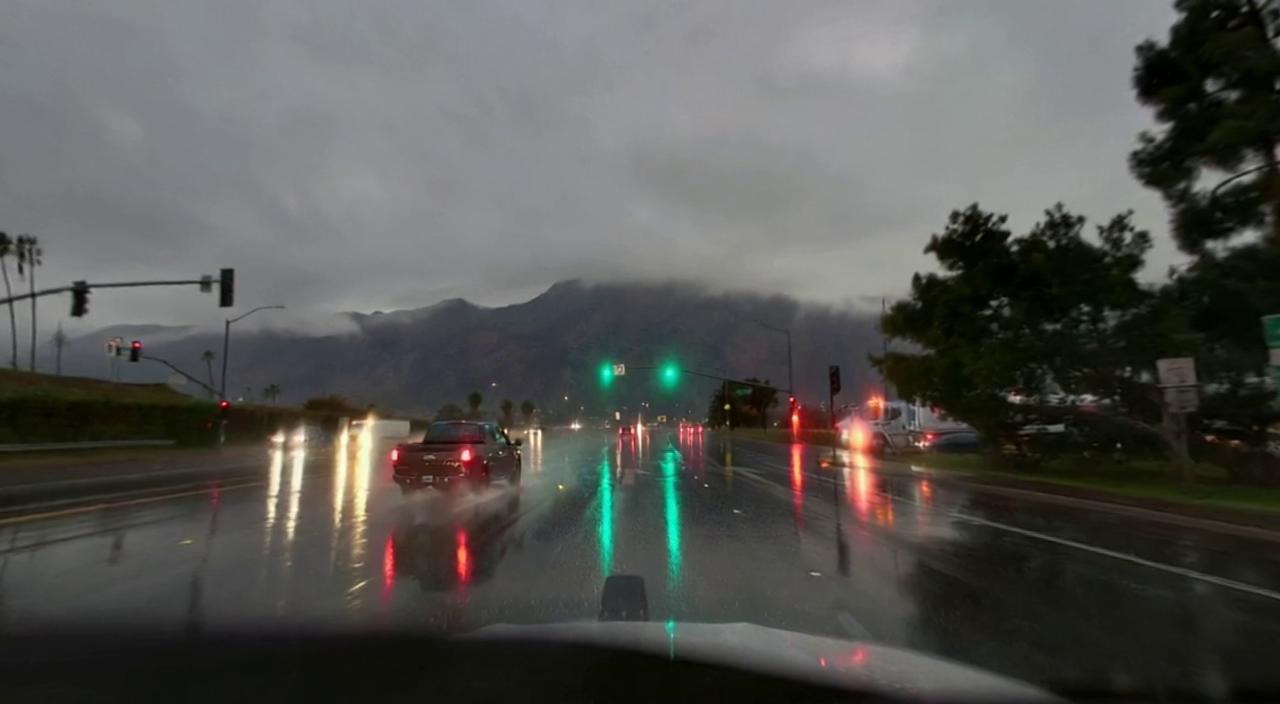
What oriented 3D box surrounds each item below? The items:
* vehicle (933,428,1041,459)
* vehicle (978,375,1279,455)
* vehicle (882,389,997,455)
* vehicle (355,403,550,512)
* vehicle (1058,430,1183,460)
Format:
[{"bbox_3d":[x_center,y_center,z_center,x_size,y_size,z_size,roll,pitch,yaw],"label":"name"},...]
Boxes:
[{"bbox_3d":[19.318,5.104,35.091,4.769,1.638,2.091,0,-8,2],"label":"vehicle"},{"bbox_3d":[30.272,3.951,38.354,16.628,4.605,3.321,-1,-8,6],"label":"vehicle"},{"bbox_3d":[18.487,4.419,39.109,5.512,3.865,3.002,-1,-10,5],"label":"vehicle"},{"bbox_3d":[-3.323,2.018,12.331,2.287,1.712,4.537,0,-8,2],"label":"vehicle"},{"bbox_3d":[26.444,5.152,34.693,4.992,1.579,2.193,0,-8,2],"label":"vehicle"}]
